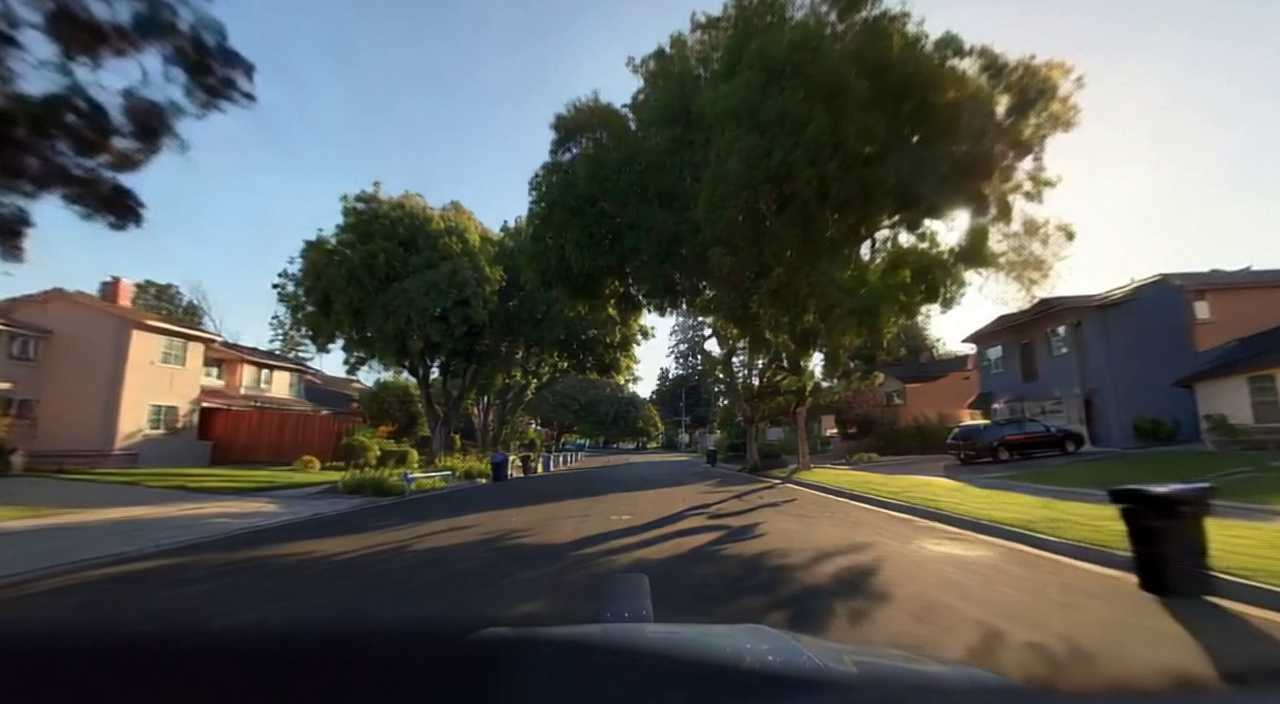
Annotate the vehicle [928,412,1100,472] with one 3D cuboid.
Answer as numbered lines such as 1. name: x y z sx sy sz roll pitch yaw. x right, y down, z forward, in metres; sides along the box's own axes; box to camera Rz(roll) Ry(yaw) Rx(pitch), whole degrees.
1. vehicle: 12.436 3.031 21.157 4.581 1.853 2.024 2 -8 -7
